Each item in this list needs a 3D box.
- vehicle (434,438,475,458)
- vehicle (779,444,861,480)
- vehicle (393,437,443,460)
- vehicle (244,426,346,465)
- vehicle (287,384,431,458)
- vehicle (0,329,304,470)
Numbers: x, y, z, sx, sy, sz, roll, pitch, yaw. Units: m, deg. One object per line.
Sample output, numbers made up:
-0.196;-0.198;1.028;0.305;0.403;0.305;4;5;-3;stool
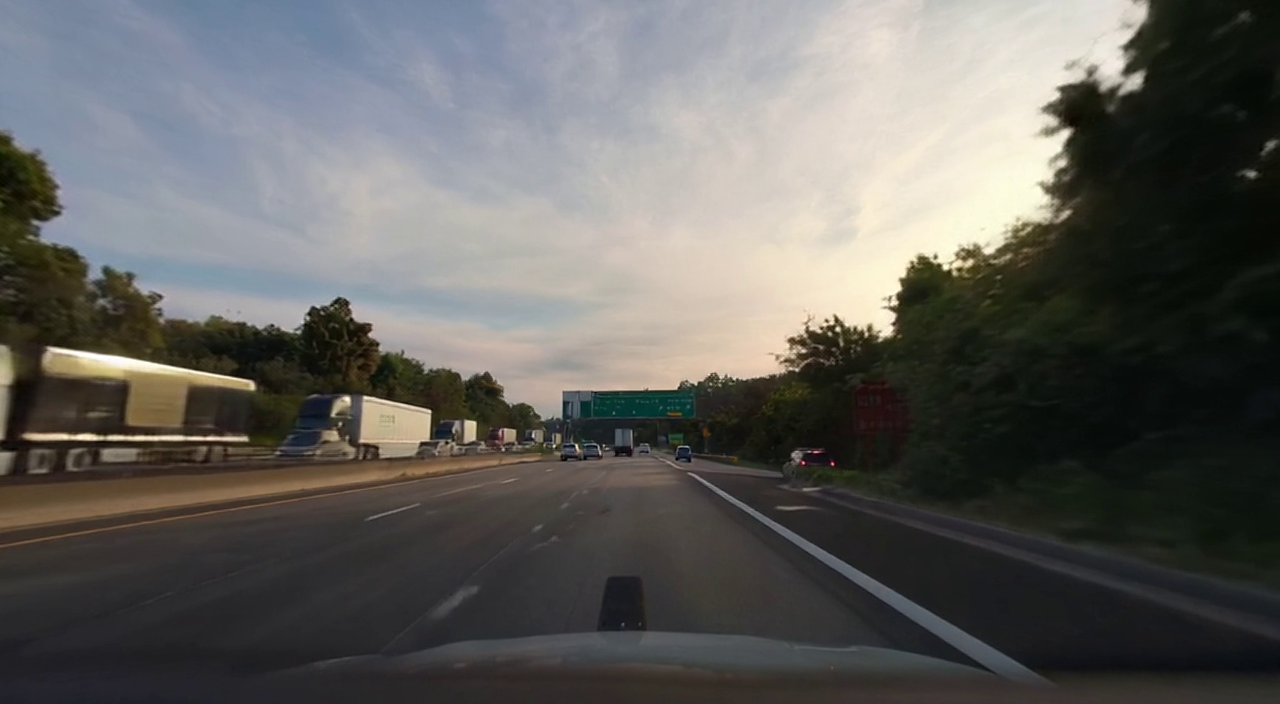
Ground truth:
-14.590;7.587;49.869;1.935;1.462;4.396;0;-9;-1;vehicle
9.551;5.877;33.810;2.080;1.725;4.252;5;-10;-20;vehicle
-14.217;6.221;40.579;1.873;1.432;3.960;0;-9;-1;vehicle
-14.432;3.974;26.642;1.915;1.479;4.154;0;-9;0;vehicle
-18.641;5.226;43.795;2.838;3.993;15.405;3;-10;0;vehicle
-18.573;2.403;24.809;2.787;3.985;14.192;0;-9;0;vehicle
